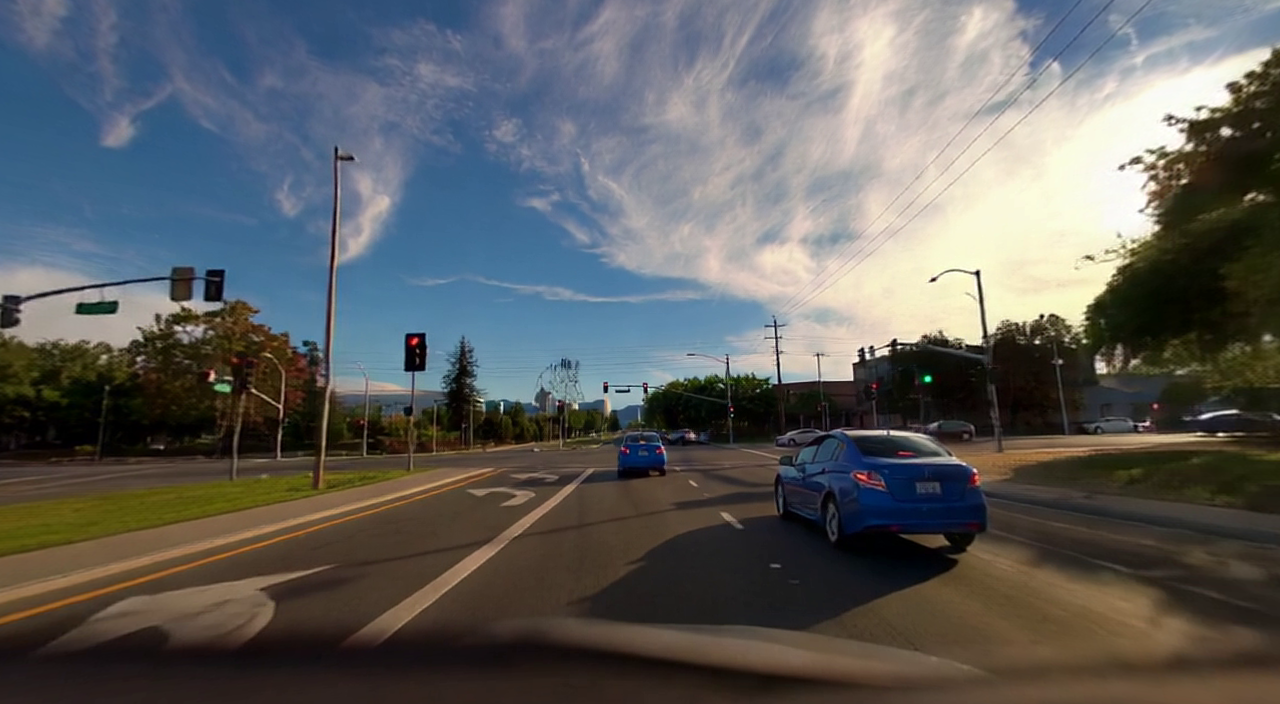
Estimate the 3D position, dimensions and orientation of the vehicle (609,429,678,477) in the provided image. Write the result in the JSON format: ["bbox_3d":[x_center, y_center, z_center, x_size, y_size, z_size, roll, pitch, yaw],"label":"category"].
[{"bbox_3d":[0.121,3.389,21.297,2.110,1.466,3.860,0,-8,0],"label":"vehicle"}]

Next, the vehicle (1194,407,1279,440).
[{"bbox_3d":[38.700,4.527,39.669,5.668,1.925,2.384,1,-8,-5],"label":"vehicle"}]

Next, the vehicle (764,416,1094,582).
[{"bbox_3d":[2.982,1.619,7.779,2.004,1.448,4.263,0,-8,-1],"label":"vehicle"}]
